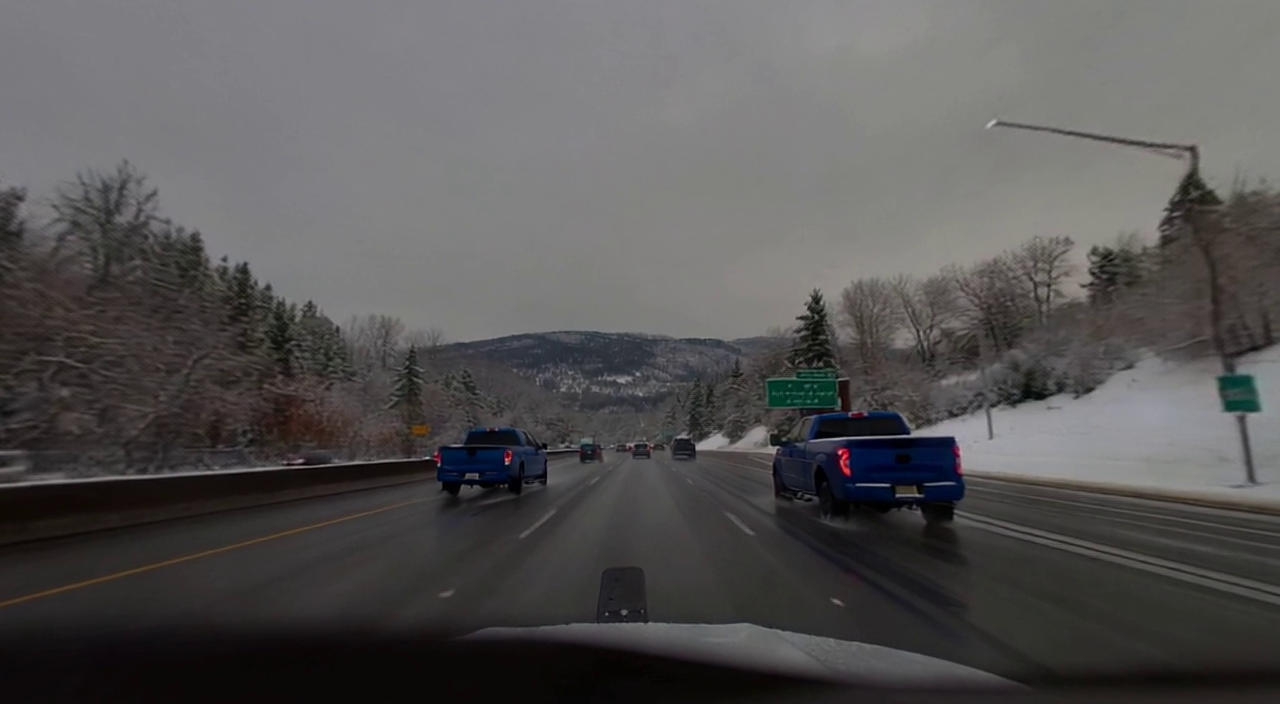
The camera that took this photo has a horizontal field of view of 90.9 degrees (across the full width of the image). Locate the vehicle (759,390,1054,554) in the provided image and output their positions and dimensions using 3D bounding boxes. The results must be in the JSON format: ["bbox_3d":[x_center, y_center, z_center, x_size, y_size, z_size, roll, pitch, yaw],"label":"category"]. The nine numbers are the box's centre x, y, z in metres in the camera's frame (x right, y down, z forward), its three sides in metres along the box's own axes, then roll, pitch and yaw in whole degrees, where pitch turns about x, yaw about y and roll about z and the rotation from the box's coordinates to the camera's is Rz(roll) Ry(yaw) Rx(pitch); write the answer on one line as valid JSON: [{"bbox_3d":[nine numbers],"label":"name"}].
[{"bbox_3d":[3.737,1.848,10.450,2.424,1.952,5.611,0,-8,0],"label":"vehicle"}]

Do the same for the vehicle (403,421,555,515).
[{"bbox_3d":[-3.561,2.689,15.208,2.227,1.853,5.161,0,-8,1],"label":"vehicle"}]

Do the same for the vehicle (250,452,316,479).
[{"bbox_3d":[-24.635,7.833,43.729,1.909,1.640,4.577,0,-8,0],"label":"vehicle"}]

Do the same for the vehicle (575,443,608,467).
[{"bbox_3d":[-3.713,7.923,48.737,2.235,1.785,4.386,0,-8,0],"label":"vehicle"}]
